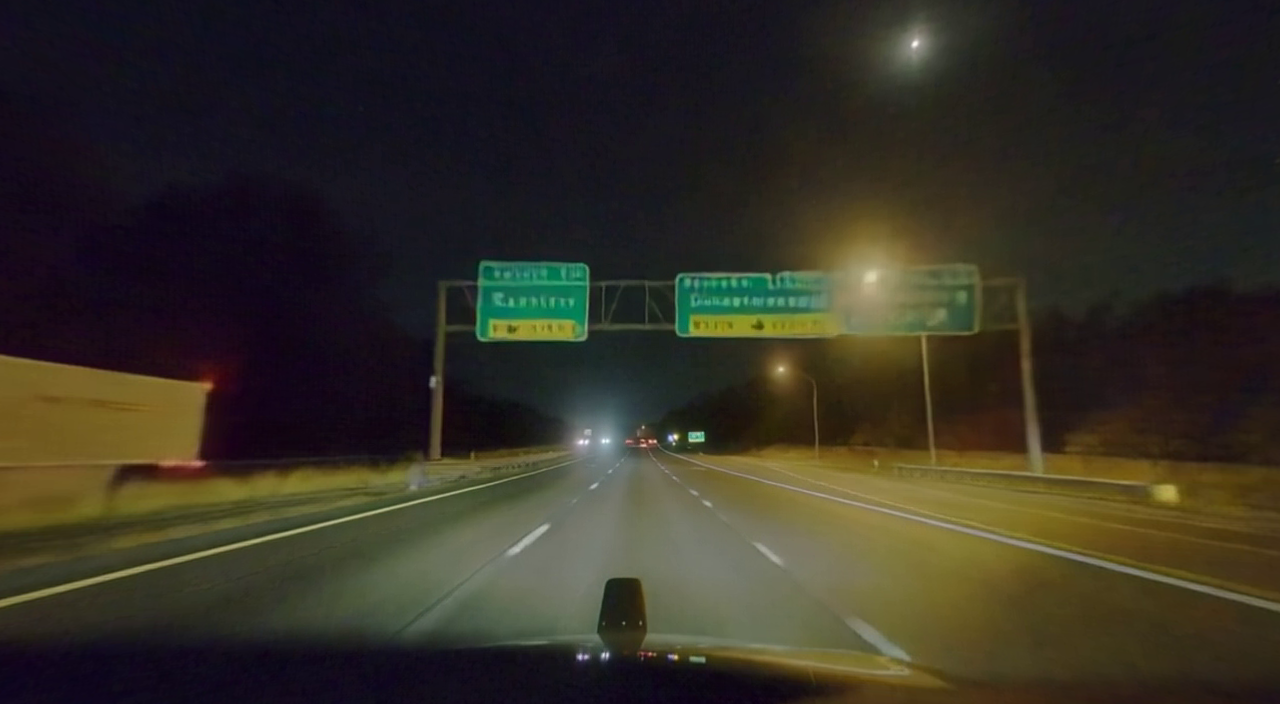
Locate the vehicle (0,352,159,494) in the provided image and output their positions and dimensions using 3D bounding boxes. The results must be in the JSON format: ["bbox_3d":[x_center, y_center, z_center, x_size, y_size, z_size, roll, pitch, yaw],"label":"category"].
[{"bbox_3d":[-19.325,1.680,15.612,3.084,3.900,14.884,0,-9,0],"label":"vehicle"}]
